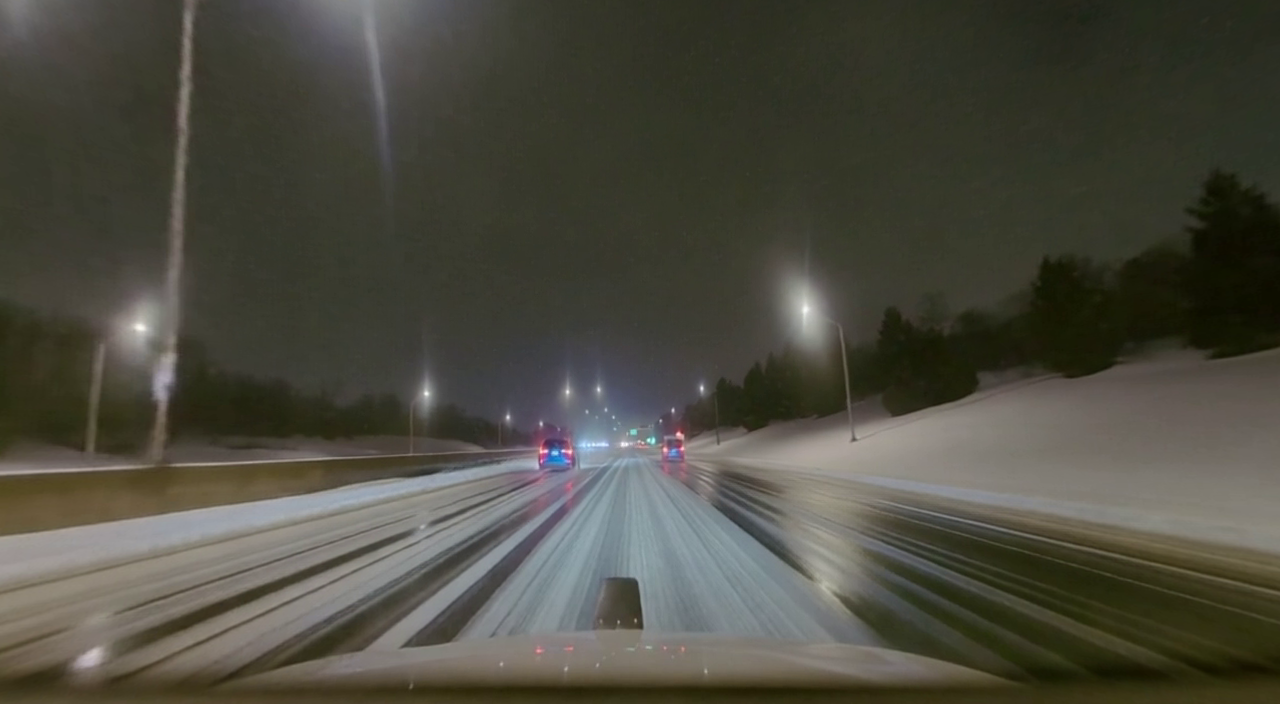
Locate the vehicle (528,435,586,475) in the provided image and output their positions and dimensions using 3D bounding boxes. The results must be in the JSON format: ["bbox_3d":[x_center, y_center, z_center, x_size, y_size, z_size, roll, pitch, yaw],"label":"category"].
[{"bbox_3d":[-3.963,5.027,31.103,2.205,1.773,5.124,0,-9,0],"label":"vehicle"}]
